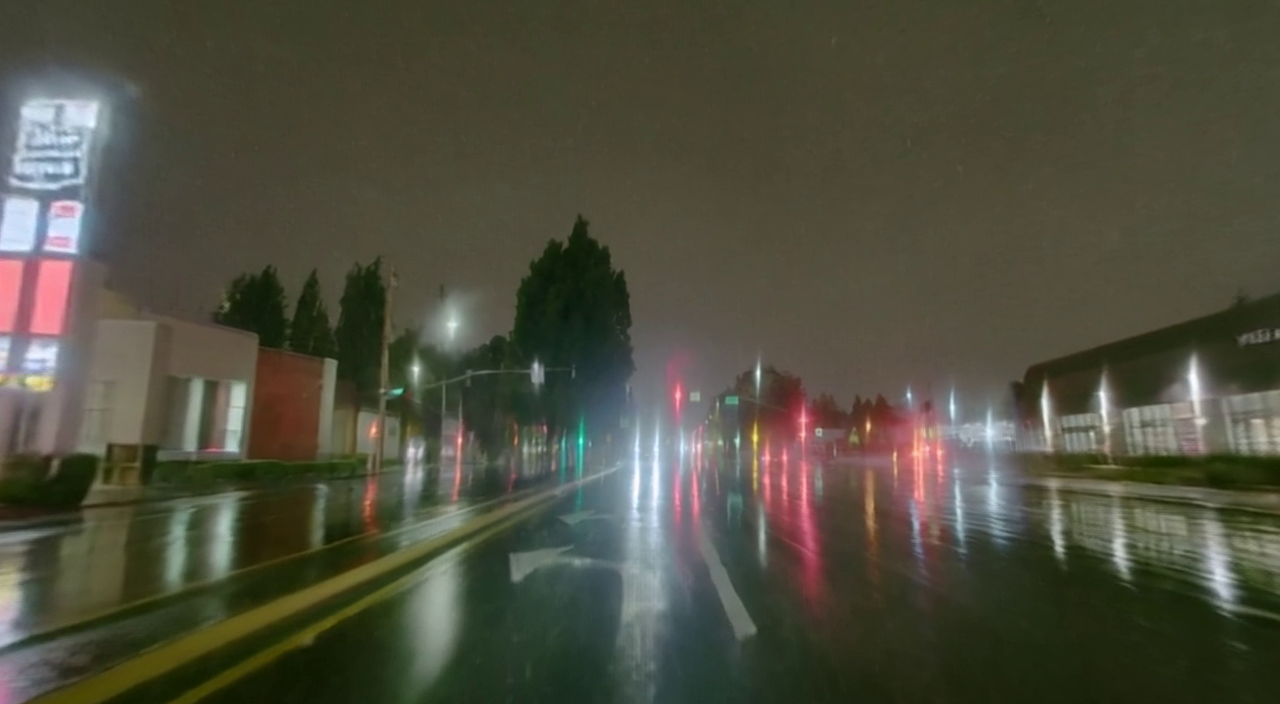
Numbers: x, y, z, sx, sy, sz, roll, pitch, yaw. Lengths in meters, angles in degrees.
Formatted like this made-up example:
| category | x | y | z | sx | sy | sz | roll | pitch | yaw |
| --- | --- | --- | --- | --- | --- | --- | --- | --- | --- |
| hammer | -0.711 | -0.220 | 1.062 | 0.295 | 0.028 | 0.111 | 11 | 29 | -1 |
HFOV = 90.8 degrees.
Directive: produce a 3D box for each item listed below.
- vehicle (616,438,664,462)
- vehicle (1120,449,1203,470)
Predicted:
| category | x | y | z | sx | sy | sz | roll | pitch | yaw |
| --- | --- | --- | --- | --- | --- | --- | --- | --- | --- |
| vehicle | -0.033 | 7.594 | 48.899 | 2.010 | 1.728 | 4.408 | 4 | -9 | -26 |
| vehicle | 41.071 | 8.460 | 49.886 | 1.790 | 1.474 | 4.620 | 4 | -9 | -24 |
